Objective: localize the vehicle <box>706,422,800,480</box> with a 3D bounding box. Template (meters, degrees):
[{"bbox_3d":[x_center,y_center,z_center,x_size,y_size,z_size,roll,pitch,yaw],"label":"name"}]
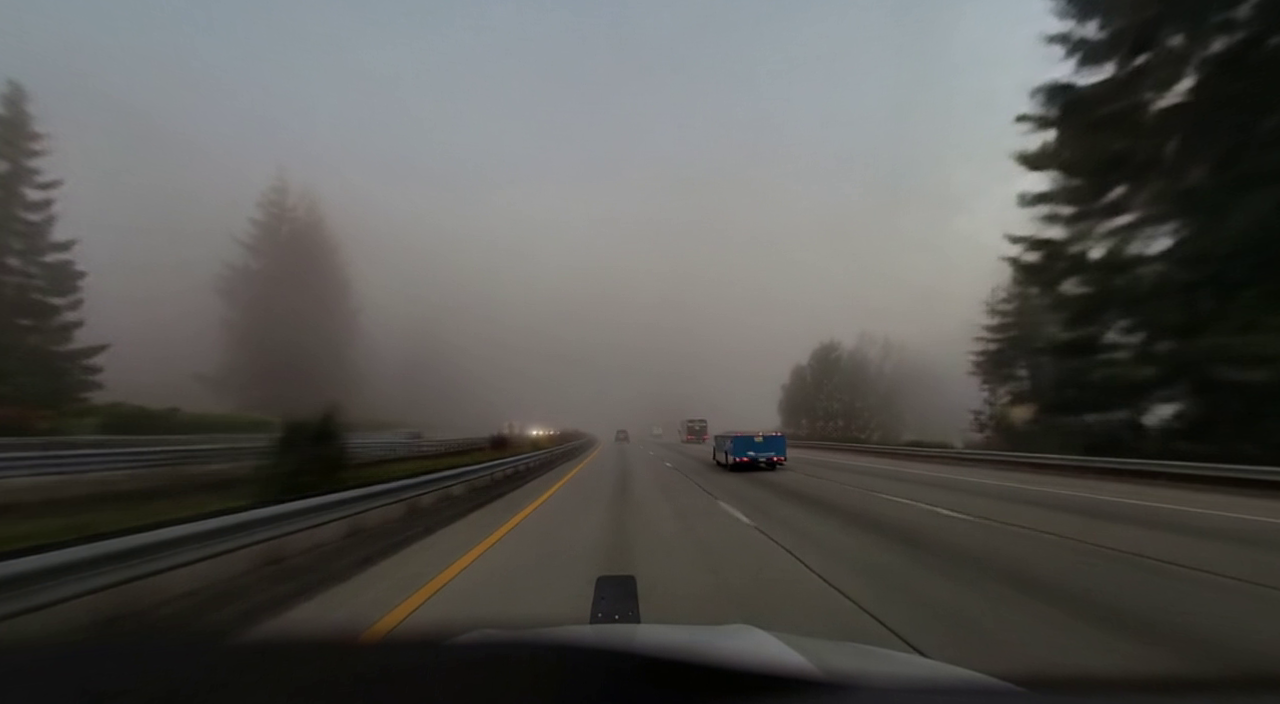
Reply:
[{"bbox_3d":[3.309,2.994,19.315,2.002,1.569,3.845,0,-8,-3],"label":"vehicle"}]
